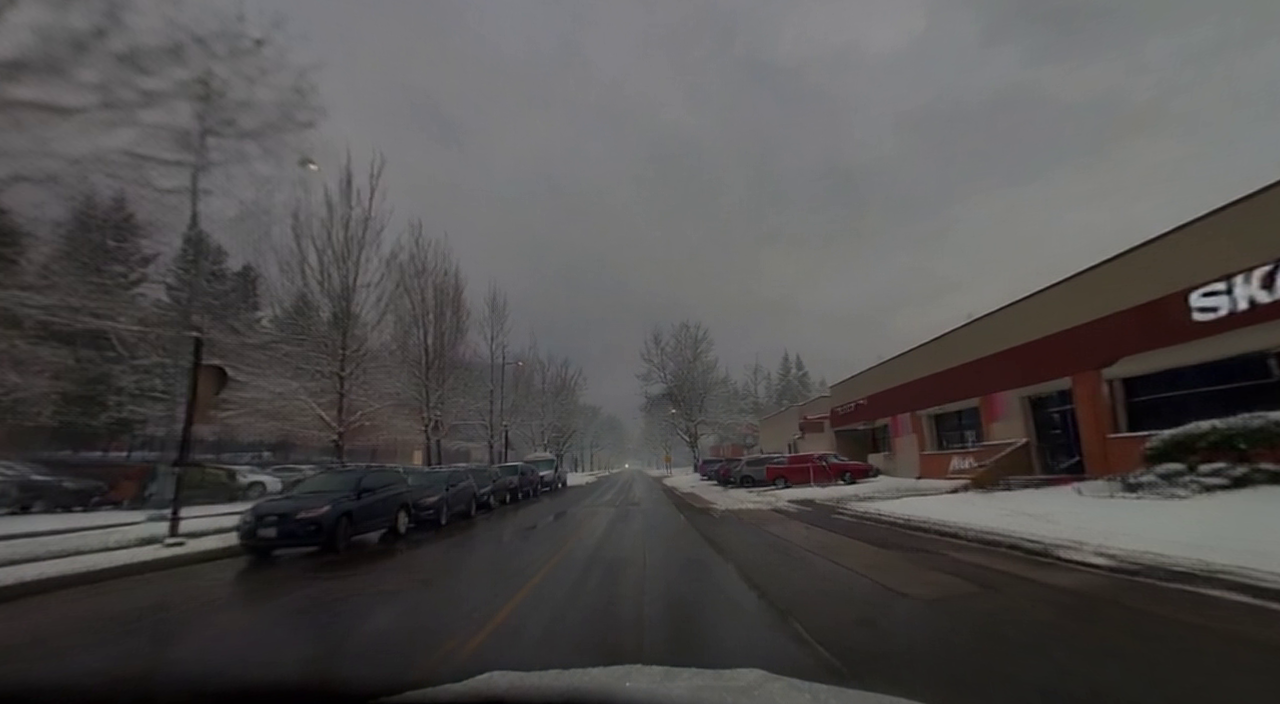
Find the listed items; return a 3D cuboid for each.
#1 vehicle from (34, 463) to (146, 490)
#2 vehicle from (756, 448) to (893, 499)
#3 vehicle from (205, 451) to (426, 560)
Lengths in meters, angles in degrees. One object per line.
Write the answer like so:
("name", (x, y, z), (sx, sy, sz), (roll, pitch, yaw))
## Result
("vehicle", (-31.639, 7.175, 36.357), (4.471, 1.462, 1.974), (1, -11, -1))
("vehicle", (6.415, 4.278, 22.249), (4.193, 1.665, 1.924), (1, -11, -2))
("vehicle", (-5.764, 2.786, 11.982), (1.832, 1.623, 4.424), (1, -11, 0))
